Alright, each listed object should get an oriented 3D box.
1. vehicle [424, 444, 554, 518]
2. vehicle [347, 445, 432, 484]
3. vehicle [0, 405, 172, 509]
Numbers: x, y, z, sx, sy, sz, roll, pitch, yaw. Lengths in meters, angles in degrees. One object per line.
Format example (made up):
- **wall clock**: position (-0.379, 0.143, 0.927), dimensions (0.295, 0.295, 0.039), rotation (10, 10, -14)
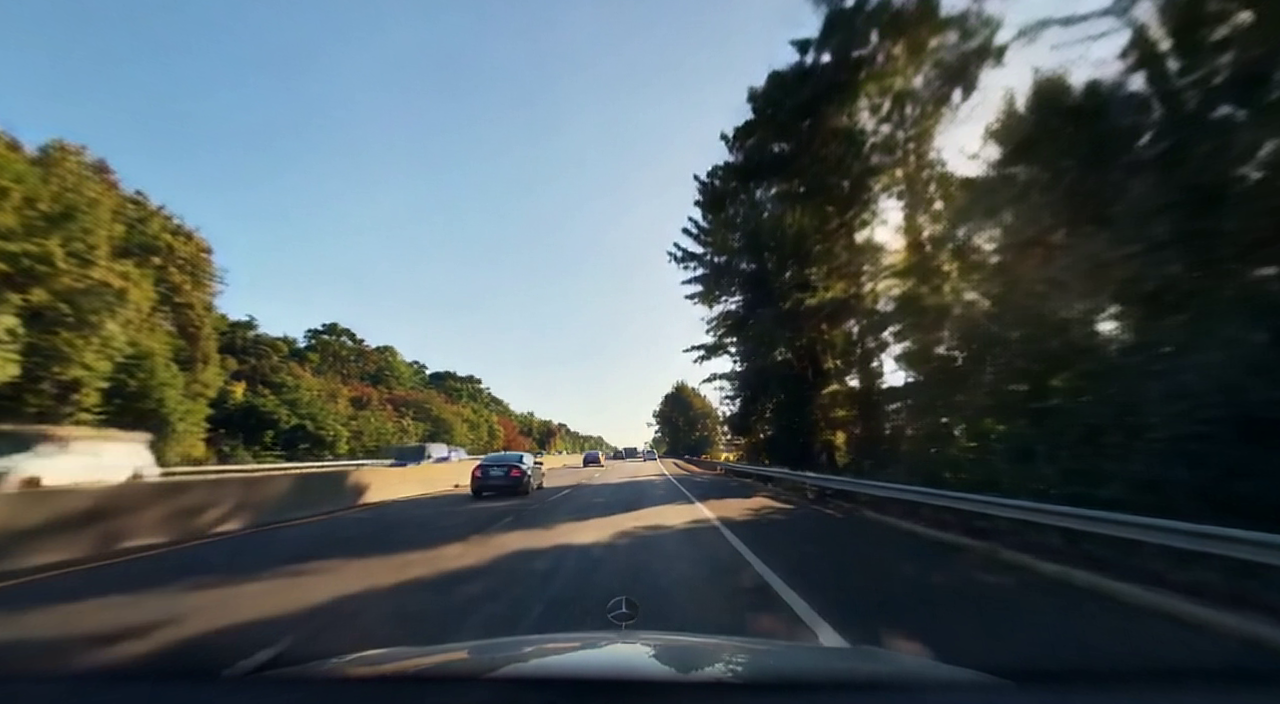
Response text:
- **vehicle**: position (-3.355, 2.952, 14.876), dimensions (1.970, 1.483, 4.097), rotation (0, -9, 1)
- **vehicle**: position (-12.009, 5.428, 30.663), dimensions (1.933, 1.672, 5.276), rotation (0, -9, 0)
- **vehicle**: position (-17.236, 3.037, 18.276), dimensions (2.390, 2.578, 6.242), rotation (0, -9, 1)
